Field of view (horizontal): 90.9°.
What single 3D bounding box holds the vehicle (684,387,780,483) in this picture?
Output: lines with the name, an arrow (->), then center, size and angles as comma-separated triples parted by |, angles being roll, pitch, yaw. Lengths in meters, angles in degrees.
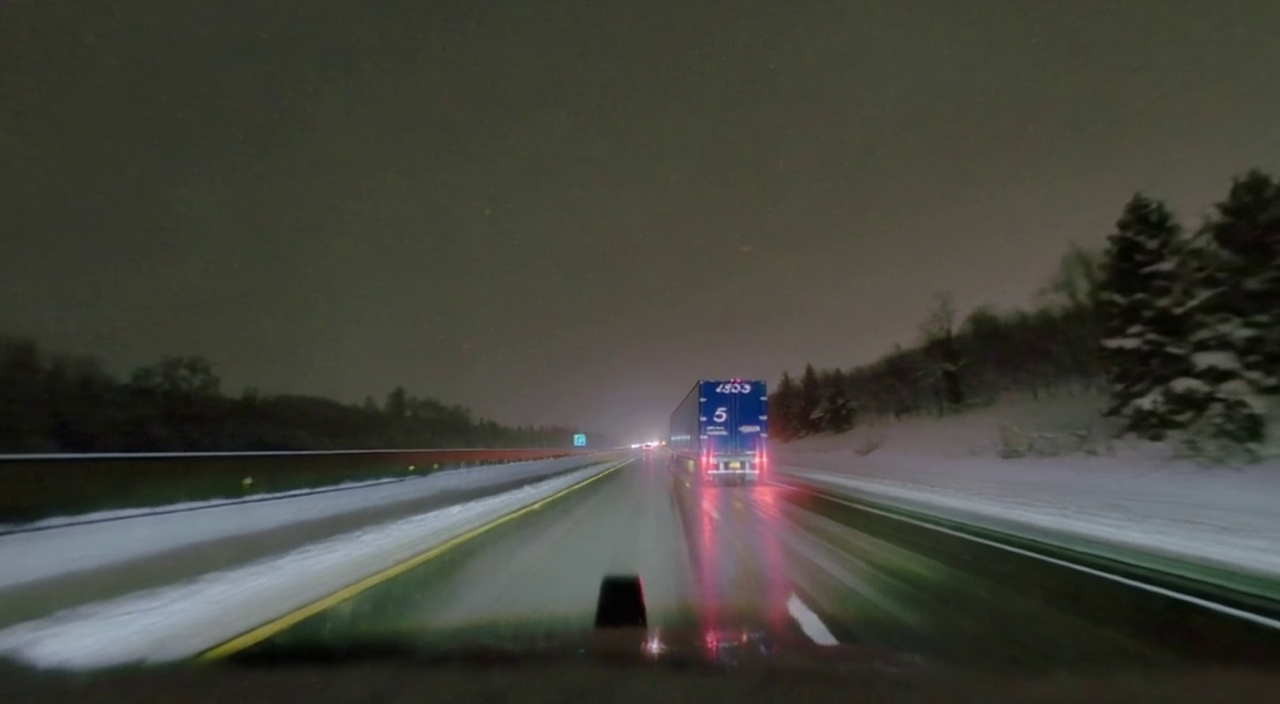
vehicle -> 3.948, 4.013, 29.770 | 3.107, 3.718, 10.231 | 0, -9, 1
